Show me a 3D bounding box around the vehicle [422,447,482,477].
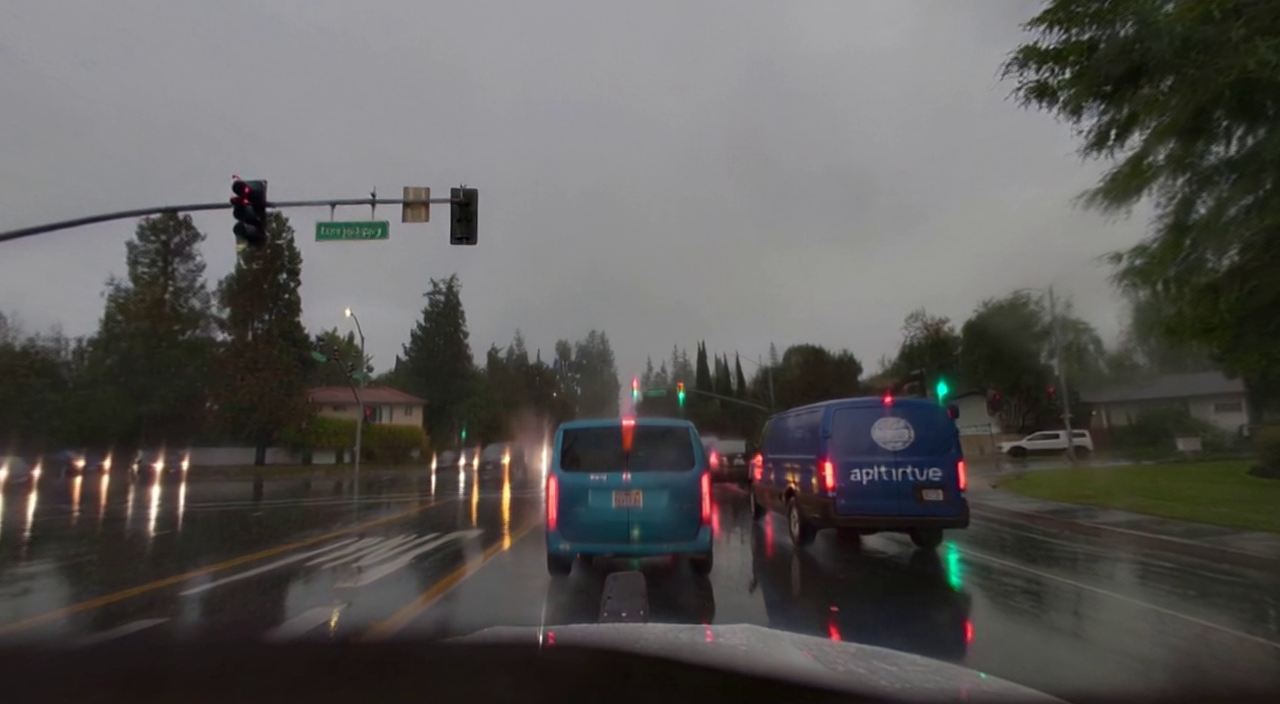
[{"bbox_3d":[-10.155,5.952,34.286,1.881,1.515,4.262,0,-8,1],"label":"vehicle"}]

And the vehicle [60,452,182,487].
[{"bbox_3d":[-25.256,5.705,30.704,4.073,1.603,1.920,1,-9,-8],"label":"vehicle"}]

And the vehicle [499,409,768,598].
[{"bbox_3d":[-0.048,1.638,7.698,2.321,1.624,4.367,0,-8,0],"label":"vehicle"}]

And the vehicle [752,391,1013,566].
[{"bbox_3d":[3.066,1.716,9.135,2.059,1.924,4.257,0,-8,0],"label":"vehicle"}]
